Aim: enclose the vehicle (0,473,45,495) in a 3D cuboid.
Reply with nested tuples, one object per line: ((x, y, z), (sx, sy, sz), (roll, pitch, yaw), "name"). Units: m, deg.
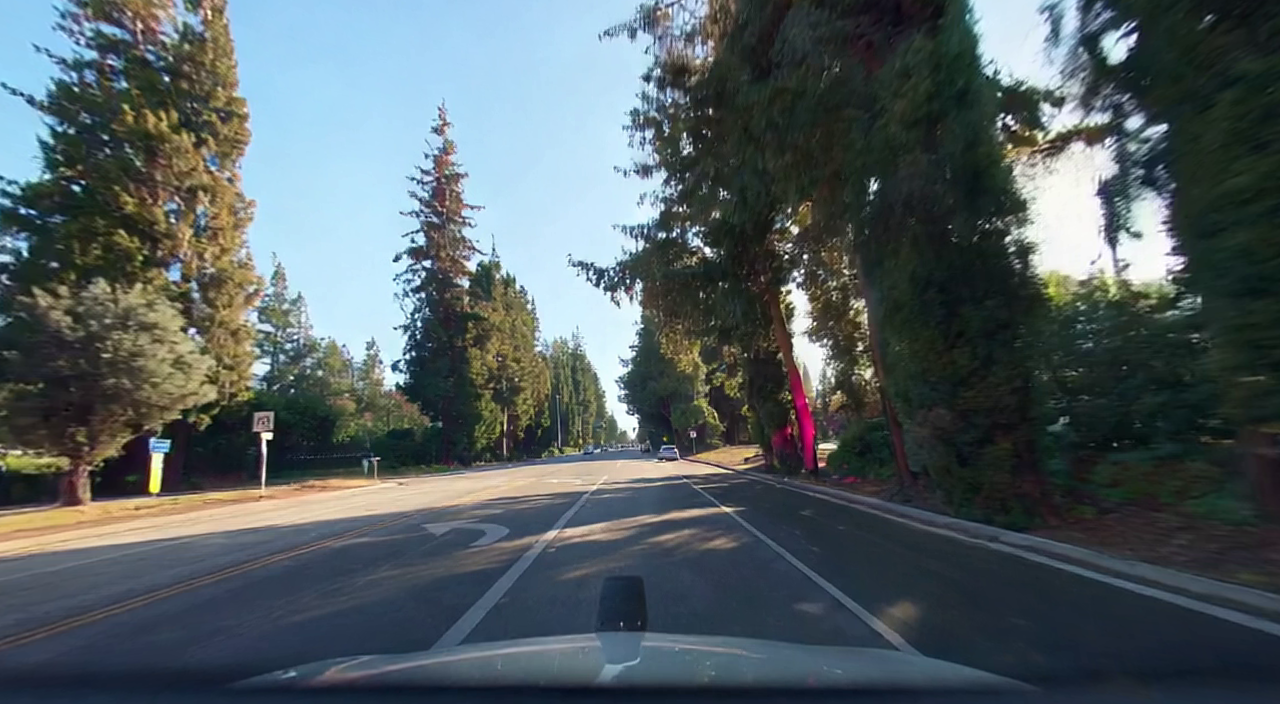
((-48.586, 10.325, 49.508), (3.971, 1.484, 1.903), (-6, -10, 35), "vehicle")
